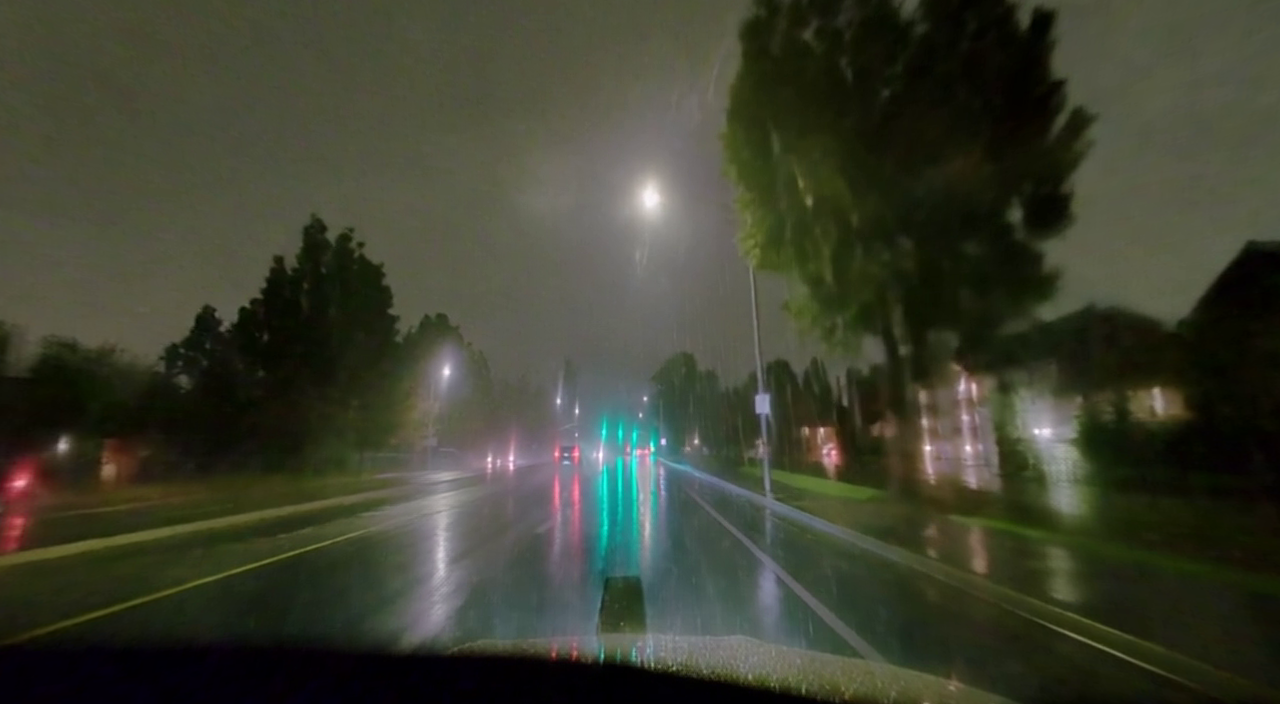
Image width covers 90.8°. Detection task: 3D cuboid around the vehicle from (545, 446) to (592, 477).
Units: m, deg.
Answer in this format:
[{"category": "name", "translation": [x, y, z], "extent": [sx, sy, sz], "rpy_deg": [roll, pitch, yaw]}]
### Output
[{"category": "vehicle", "translation": [-3.670, 5.699, 33.155], "extent": [1.992, 1.447, 4.044], "rpy_deg": [0, -8, 0]}]
